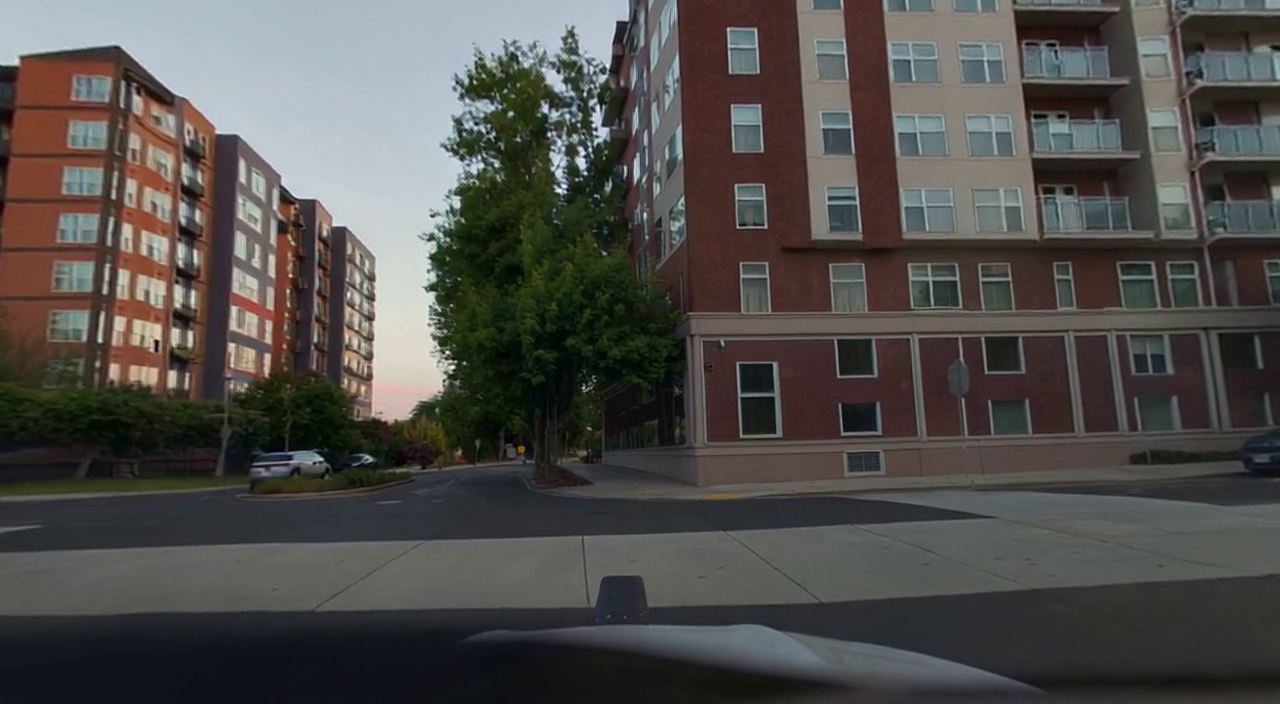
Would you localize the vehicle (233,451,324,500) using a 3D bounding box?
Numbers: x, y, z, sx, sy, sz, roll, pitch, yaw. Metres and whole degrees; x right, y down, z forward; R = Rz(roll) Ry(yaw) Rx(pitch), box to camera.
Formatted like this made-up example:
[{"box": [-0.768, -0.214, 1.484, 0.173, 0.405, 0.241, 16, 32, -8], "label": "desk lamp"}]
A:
[{"box": [-13.208, 4.475, 23.330, 2.027, 1.475, 4.522, 0, -8, -18], "label": "vehicle"}]

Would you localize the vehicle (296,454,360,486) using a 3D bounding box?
[{"box": [-15.850, 5.982, 32.247, 1.941, 1.442, 4.384, 2, -9, -14], "label": "vehicle"}]
